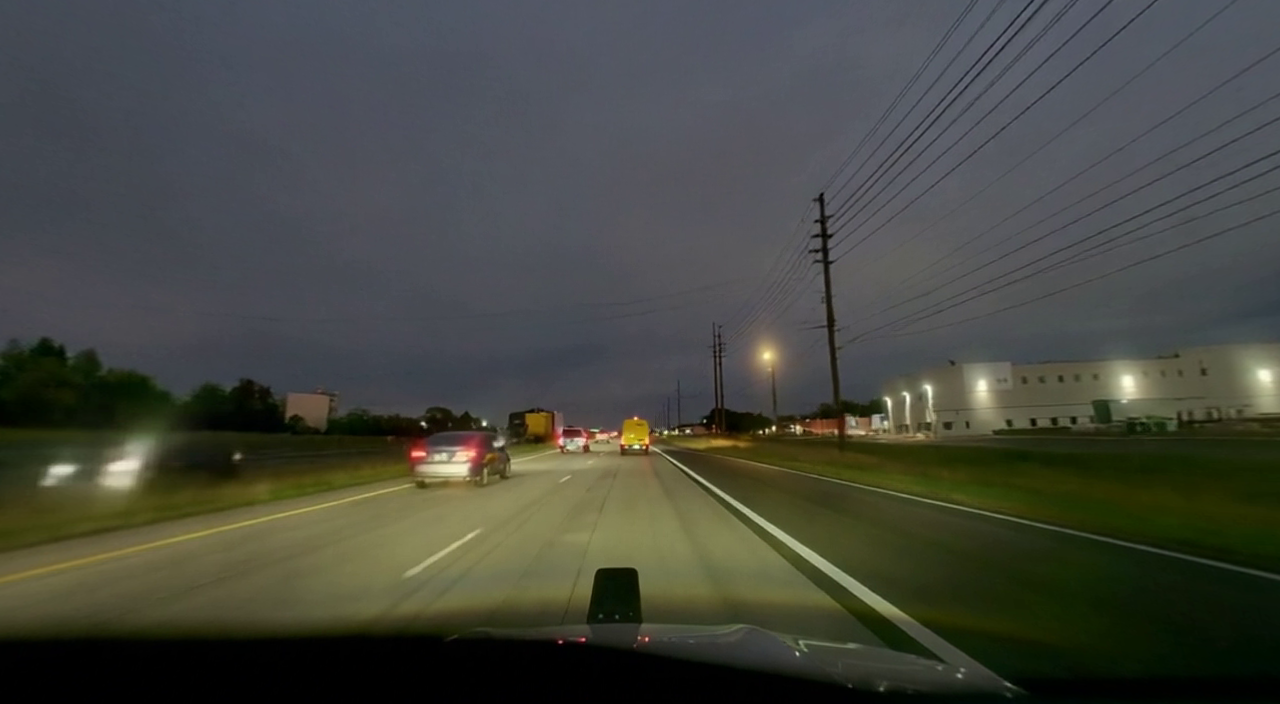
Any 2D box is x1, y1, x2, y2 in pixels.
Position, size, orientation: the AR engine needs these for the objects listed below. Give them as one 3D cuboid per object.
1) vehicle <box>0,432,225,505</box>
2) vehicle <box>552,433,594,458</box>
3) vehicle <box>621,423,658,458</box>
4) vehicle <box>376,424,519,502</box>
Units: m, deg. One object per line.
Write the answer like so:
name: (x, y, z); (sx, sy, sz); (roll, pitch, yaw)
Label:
vehicle: (-13.058, 2.853, 15.998); (1.915, 1.557, 4.512); (0, -8, 0)
vehicle: (-4.079, 5.777, 39.029); (2.087, 1.464, 4.853); (0, -8, 0)
vehicle: (-0.078, 5.543, 39.522); (2.213, 1.997, 4.456); (0, -8, -1)
vehicle: (-4.299, 2.528, 14.818); (2.058, 1.557, 4.125); (0, -8, 0)
